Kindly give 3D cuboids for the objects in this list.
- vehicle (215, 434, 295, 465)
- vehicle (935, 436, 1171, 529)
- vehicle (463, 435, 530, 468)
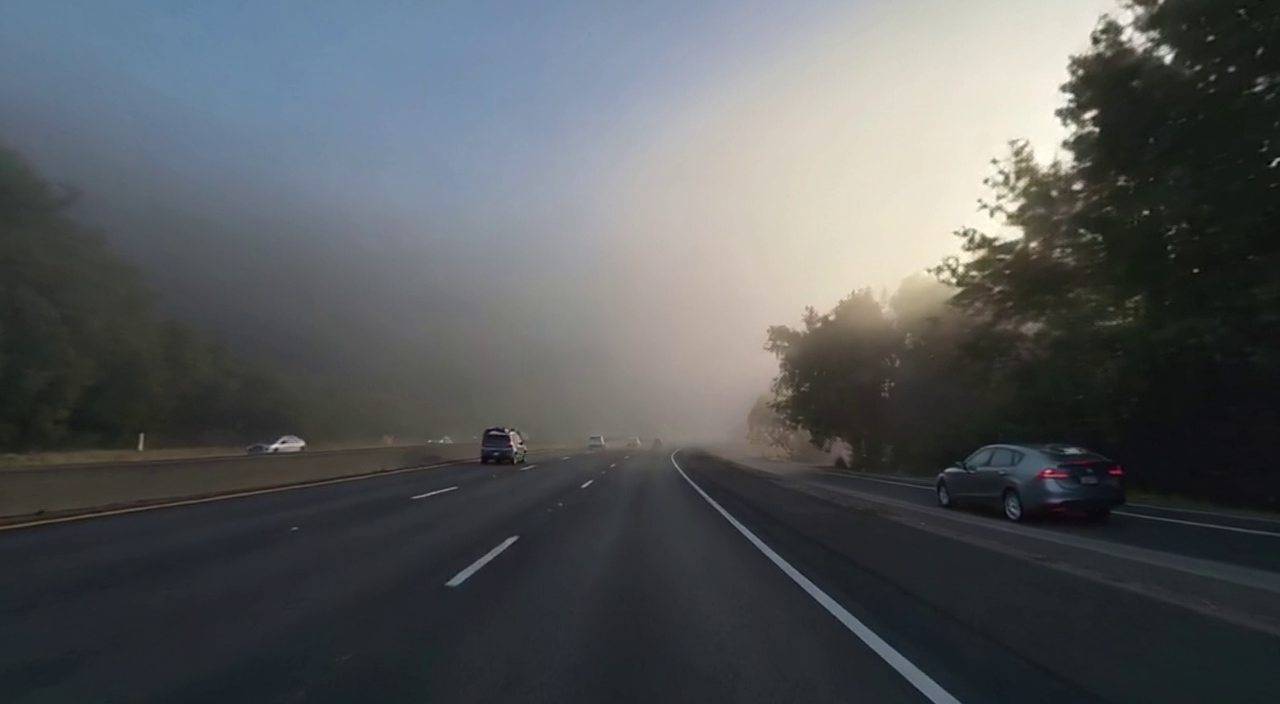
[{"bbox_3d":[-24.988,6.341,40.970,1.996,1.837,4.523,-1,-8,6],"label":"vehicle"},{"bbox_3d":[10.254,3.223,16.411,2.325,1.972,5.577,0,-8,0],"label":"vehicle"},{"bbox_3d":[-6.976,4.891,31.035,2.010,1.489,4.456,-1,-8,3],"label":"vehicle"}]
